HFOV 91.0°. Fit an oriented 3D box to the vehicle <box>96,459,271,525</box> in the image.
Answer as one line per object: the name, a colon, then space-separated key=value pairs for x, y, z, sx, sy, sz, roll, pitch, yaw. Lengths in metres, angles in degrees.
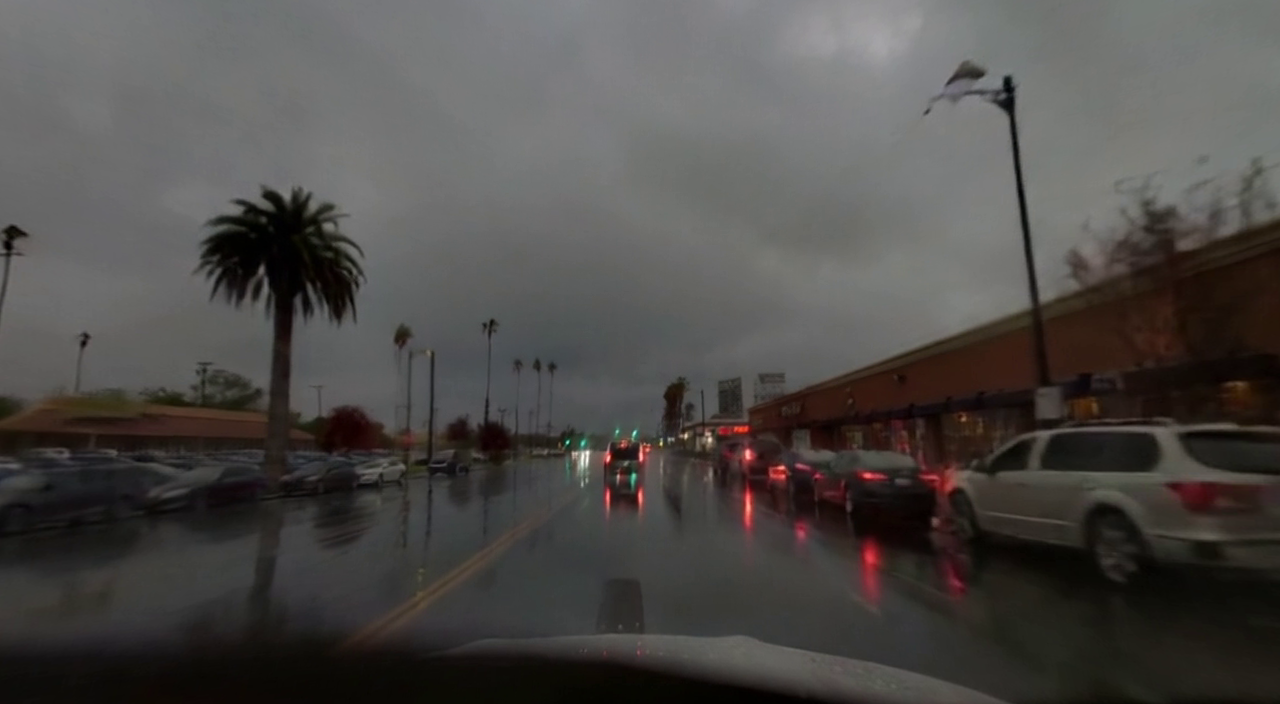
vehicle: x=-13.067 y=3.988 z=18.453 sx=1.804 sy=1.441 sz=4.534 roll=-4 pitch=-8 yaw=0

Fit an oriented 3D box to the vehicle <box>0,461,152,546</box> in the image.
vehicle: x=-13.200 y=3.277 z=13.645 sx=1.840 sy=1.521 sz=4.450 roll=-6 pitch=-8 yaw=-1

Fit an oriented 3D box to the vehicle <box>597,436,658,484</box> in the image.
vehicle: x=-0.453 y=4.274 z=25.173 sx=2.239 sy=1.763 sz=4.096 roll=0 pitch=-8 yaw=0

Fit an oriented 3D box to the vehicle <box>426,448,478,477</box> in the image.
vehicle: x=-13.480 y=7.918 z=45.397 sx=2.296 sy=1.847 sz=4.856 roll=-3 pitch=-8 yaw=0

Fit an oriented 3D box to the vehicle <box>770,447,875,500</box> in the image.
vehicle: x=5.562 y=3.728 z=19.878 sx=1.805 sy=1.429 sz=4.911 roll=0 pitch=-8 yaw=-1

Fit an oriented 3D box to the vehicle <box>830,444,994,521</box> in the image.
vehicle: x=5.914 y=2.850 z=14.387 sx=1.727 sy=1.456 sz=4.569 roll=0 pitch=-8 yaw=0

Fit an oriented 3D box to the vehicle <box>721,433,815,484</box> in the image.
vehicle: x=5.425 y=4.638 z=27.789 sx=2.568 sy=1.974 sz=6.203 roll=0 pitch=-8 yaw=-3

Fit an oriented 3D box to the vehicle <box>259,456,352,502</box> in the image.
vehicle: x=-13.267 y=5.019 z=25.232 sx=1.774 sy=1.522 sz=3.699 roll=-2 pitch=-8 yaw=-1

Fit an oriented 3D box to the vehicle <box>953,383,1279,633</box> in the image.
vehicle: x=5.864 y=1.527 z=7.158 sx=2.129 sy=1.895 sz=4.671 roll=0 pitch=-8 yaw=-1

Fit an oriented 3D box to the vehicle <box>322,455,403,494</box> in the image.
vehicle: x=-13.322 y=5.882 z=30.552 sx=1.914 sy=1.489 sz=4.523 roll=-4 pitch=-8 yaw=0
